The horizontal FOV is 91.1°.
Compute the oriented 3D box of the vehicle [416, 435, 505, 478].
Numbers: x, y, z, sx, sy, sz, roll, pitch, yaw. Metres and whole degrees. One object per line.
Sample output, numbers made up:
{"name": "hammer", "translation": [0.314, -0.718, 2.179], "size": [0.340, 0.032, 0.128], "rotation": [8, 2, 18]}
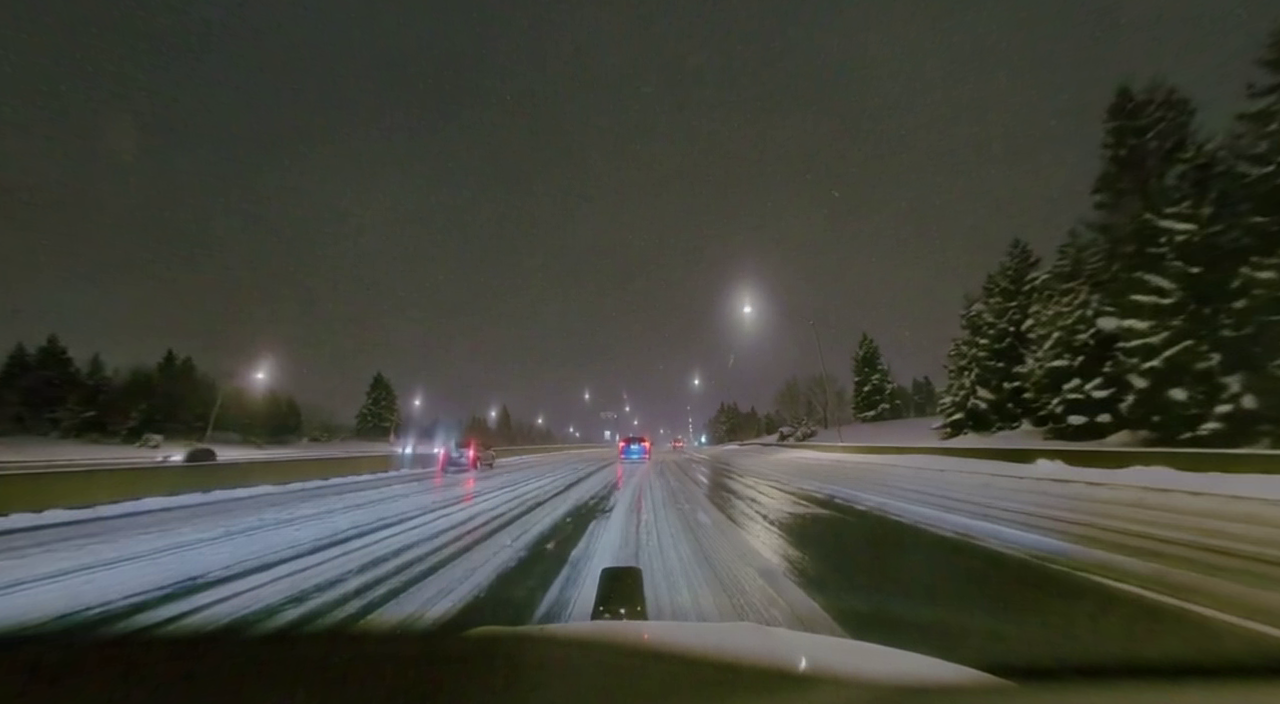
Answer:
{"name": "vehicle", "translation": [-6.914, 4.076, 24.740], "size": [1.994, 1.519, 4.668], "rotation": [0, -9, 2]}

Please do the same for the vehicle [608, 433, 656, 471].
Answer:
{"name": "vehicle", "translation": [-0.312, 4.795, 30.204], "size": [2.155, 1.690, 4.318], "rotation": [0, -9, 1]}
